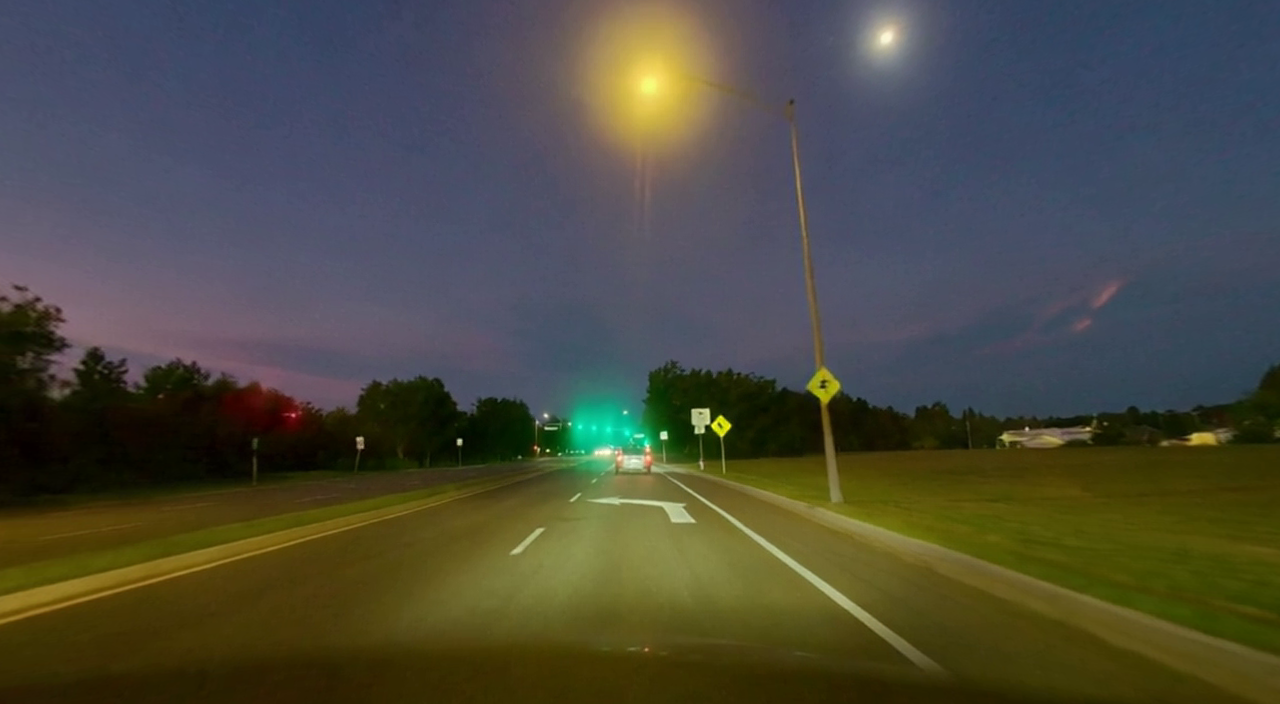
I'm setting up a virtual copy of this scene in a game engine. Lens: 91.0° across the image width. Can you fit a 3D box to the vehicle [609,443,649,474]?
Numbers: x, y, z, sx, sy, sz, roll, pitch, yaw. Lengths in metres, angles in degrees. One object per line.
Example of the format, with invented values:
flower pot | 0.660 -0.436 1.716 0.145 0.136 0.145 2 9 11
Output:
vehicle | -0.584 5.502 32.741 1.954 1.469 3.465 0 -8 -1
